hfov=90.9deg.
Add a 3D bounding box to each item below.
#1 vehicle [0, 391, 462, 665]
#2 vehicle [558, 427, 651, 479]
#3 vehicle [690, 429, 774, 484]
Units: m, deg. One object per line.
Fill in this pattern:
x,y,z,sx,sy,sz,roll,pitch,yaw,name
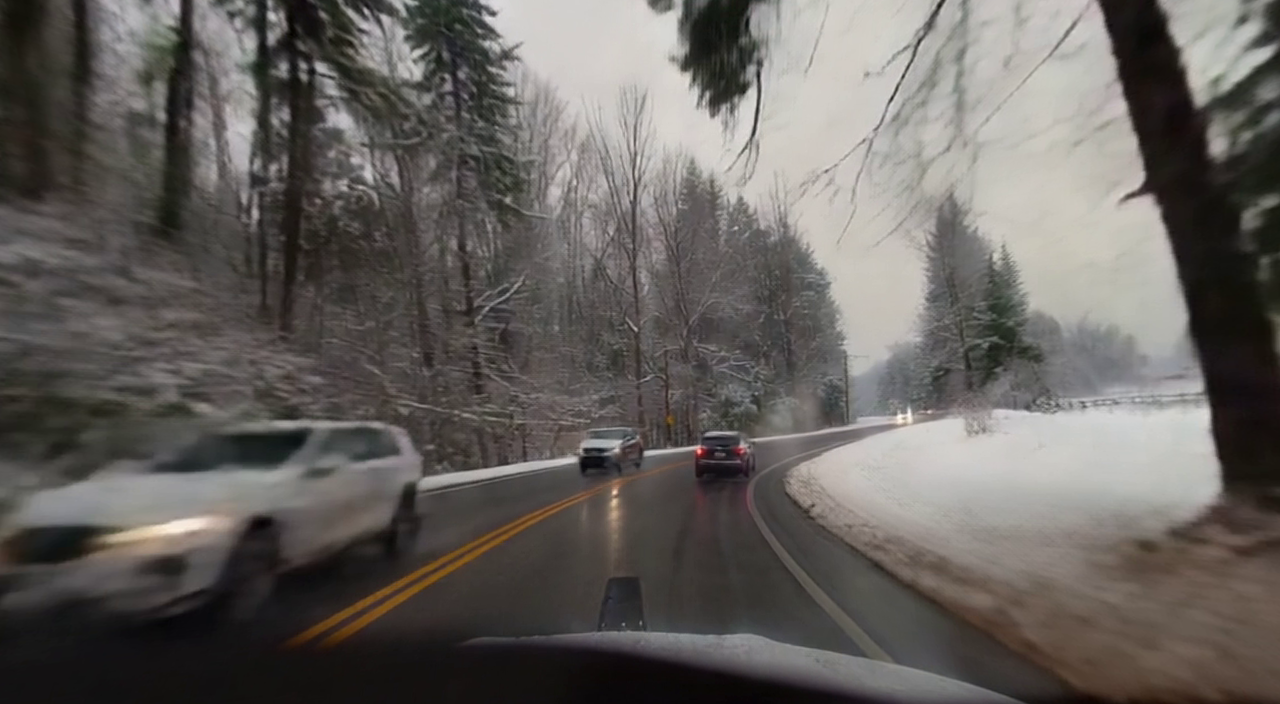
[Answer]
-3.773,1.462,6.412,2.347,1.757,4.359,-1,-8,5,vehicle
-1.136,3.535,22.355,2.032,1.654,4.204,-2,-8,16,vehicle
3.102,3.335,20.486,2.274,1.583,4.349,-2,-8,13,vehicle
